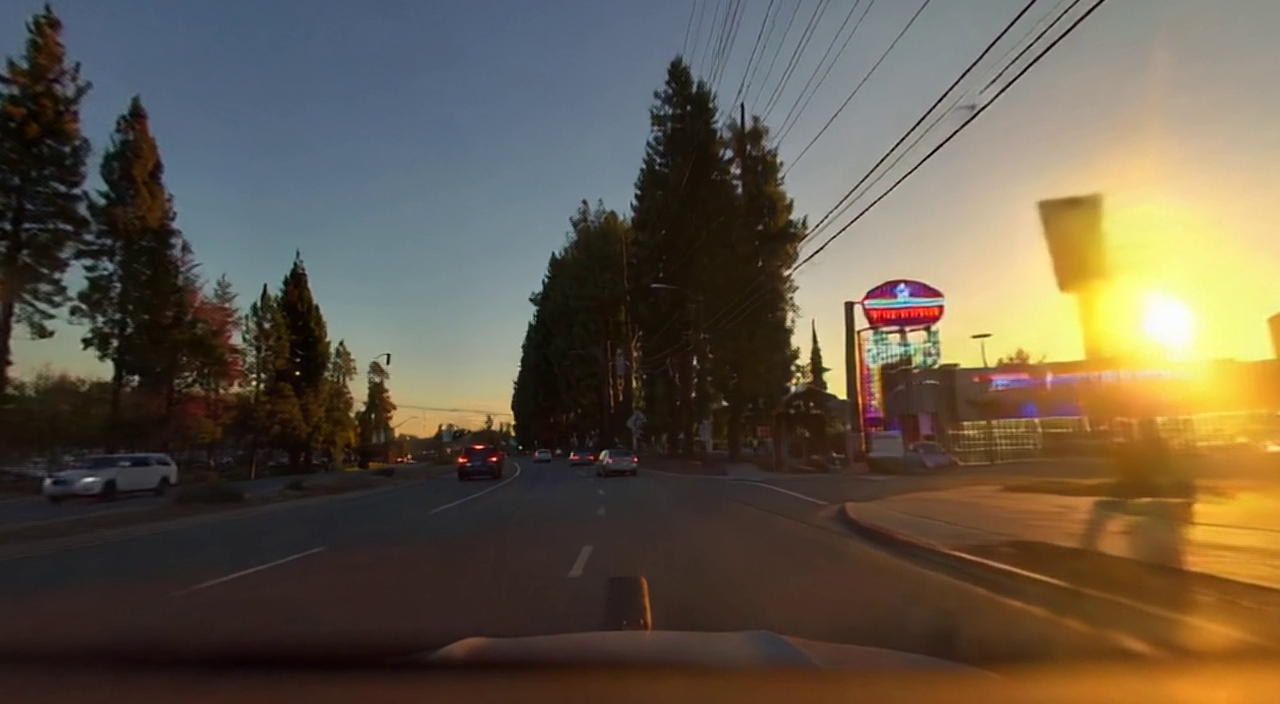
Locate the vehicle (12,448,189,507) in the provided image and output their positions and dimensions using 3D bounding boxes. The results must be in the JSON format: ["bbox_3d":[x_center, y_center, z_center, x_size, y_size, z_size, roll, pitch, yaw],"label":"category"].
[{"bbox_3d":[-20.747,4.784,24.749,2.258,1.960,5.783,1,-9,-6],"label":"vehicle"}]

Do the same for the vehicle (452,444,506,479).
[{"bbox_3d":[-8.594,5.881,34.116,2.195,1.752,4.515,1,-9,-7],"label":"vehicle"}]

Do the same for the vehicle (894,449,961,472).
[{"bbox_3d":[22.685,8.574,49.905,4.350,1.447,1.696,-5,-10,7],"label":"vehicle"}]

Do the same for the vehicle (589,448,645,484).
[{"bbox_3d":[-1.123,5.111,28.723,2.130,1.476,4.453,1,-9,-7],"label":"vehicle"}]

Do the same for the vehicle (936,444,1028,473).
[{"bbox_3d":[21.743,6.787,40.256,4.834,1.495,1.785,2,-9,6],"label":"vehicle"}]
